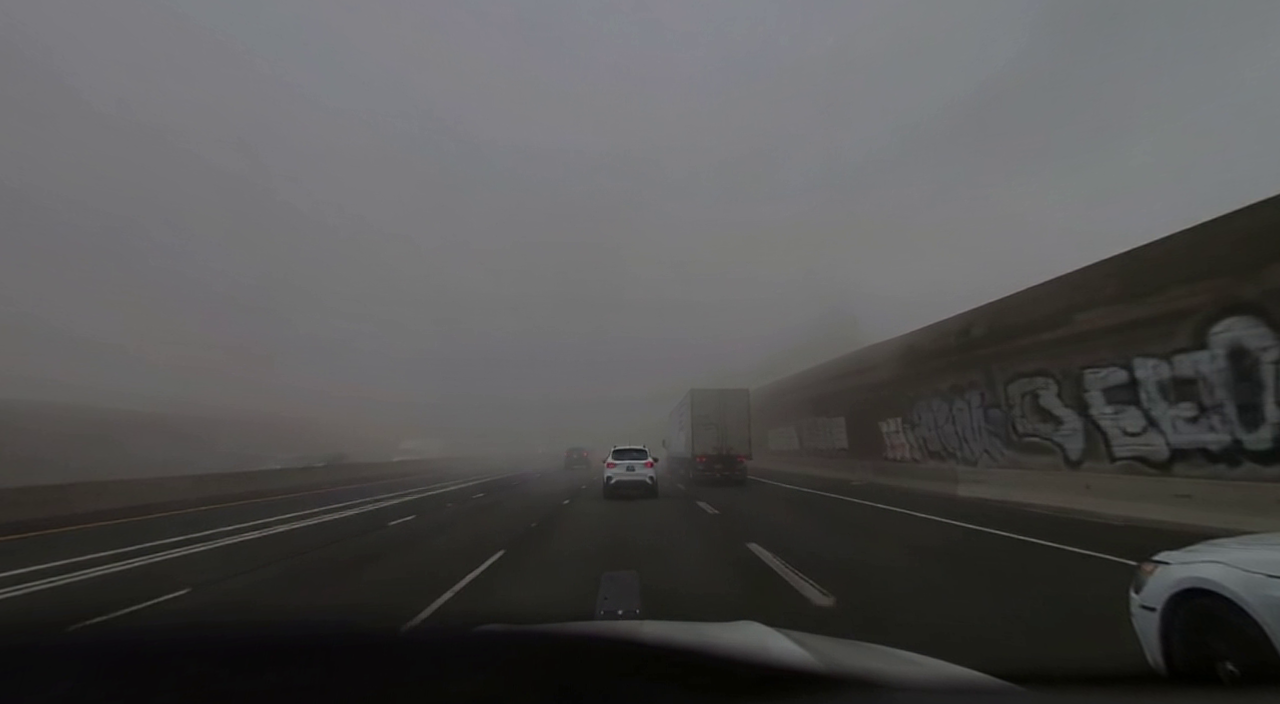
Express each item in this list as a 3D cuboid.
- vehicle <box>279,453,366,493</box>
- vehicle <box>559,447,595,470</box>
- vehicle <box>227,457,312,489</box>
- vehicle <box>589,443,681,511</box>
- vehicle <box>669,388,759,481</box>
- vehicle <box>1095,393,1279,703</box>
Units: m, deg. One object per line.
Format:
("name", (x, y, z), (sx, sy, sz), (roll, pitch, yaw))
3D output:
("vehicle", (-12.348, 4.682, 24.668), (1.670, 1.394, 3.398), (0, -9, -1))
("vehicle", (-4.343, 7.388, 43.778), (2.067, 1.481, 4.085), (-1, -9, 0))
("vehicle", (-20.926, 6.832, 35.754), (2.073, 1.552, 4.501), (0, -9, 0))
("vehicle", (-0.190, 3.091, 16.030), (2.033, 1.468, 4.015), (0, -9, -2))
("vehicle", (3.548, 4.645, 34.423), (2.902, 4.014, 14.446), (0, -9, -1))
("vehicle", (3.351, 0.664, 0.766), (1.996, 1.497, 4.754), (0, -9, 0))
